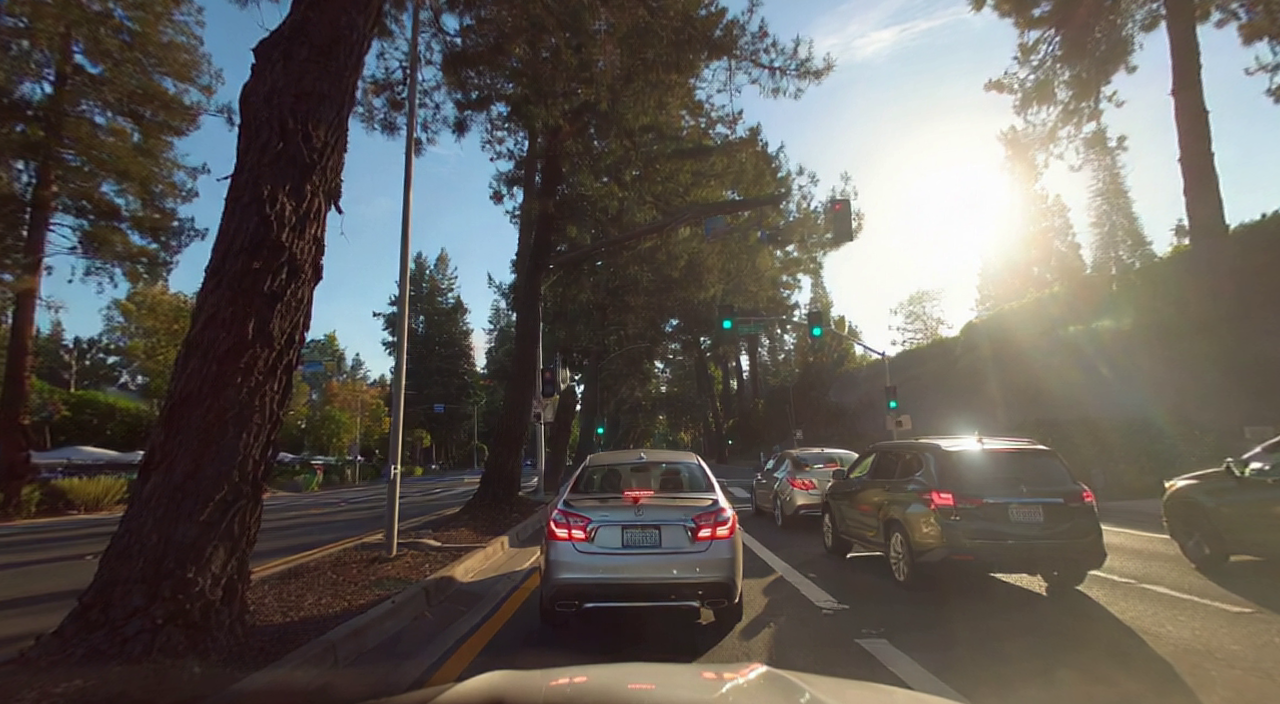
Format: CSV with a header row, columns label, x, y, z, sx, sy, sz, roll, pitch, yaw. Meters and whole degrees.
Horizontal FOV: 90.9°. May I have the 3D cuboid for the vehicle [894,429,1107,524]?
label,x,y,z,sx,sy,sz,roll,pitch,yaw
vehicle,7.020,2.463,12.901,1.923,1.611,4.094,0,-9,0

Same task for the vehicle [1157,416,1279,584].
label,x,y,z,sx,sy,sz,roll,pitch,yaw
vehicle,6.939,1.336,5.568,1.783,1.572,3.421,0,-9,1

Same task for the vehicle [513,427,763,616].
label,x,y,z,sx,sy,sz,roll,pitch,yaw
vehicle,0.008,1.678,7.102,2.015,1.502,3.898,0,-9,1

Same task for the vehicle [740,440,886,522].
label,x,y,z,sx,sy,sz,roll,pitch,yaw
vehicle,3.525,2.720,13.820,1.934,1.494,4.446,0,-9,0
